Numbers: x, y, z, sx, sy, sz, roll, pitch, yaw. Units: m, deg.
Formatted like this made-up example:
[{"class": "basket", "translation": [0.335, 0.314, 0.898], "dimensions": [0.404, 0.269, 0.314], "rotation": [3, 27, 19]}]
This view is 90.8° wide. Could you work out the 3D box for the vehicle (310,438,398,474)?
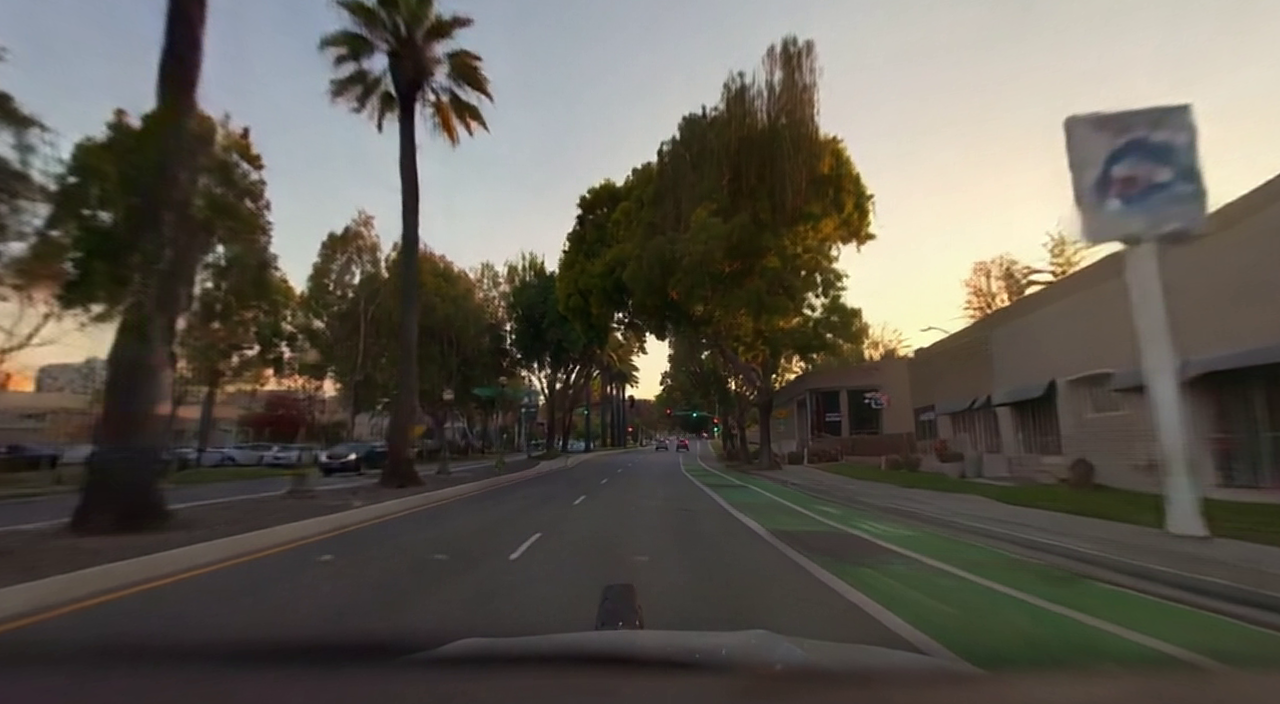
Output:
[{"class": "vehicle", "translation": [-16.501, 6.050, 36.892], "dimensions": [2.211, 1.924, 5.789], "rotation": [0, -9, 3]}]
